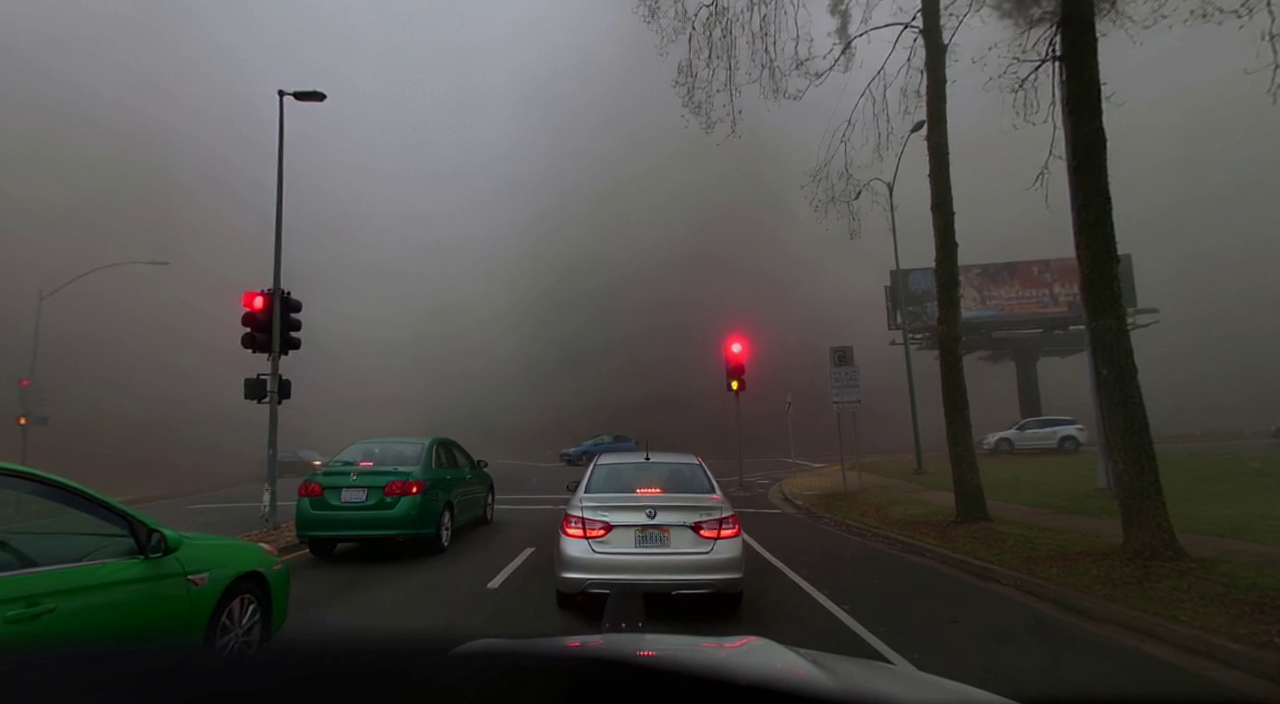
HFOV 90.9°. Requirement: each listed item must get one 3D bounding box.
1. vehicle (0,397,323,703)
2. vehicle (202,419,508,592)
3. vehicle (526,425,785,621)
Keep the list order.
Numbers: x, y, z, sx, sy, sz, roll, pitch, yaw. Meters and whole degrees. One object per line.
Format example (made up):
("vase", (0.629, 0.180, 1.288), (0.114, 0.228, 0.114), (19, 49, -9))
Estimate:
("vehicle", (-3.153, 0.964, 2.409), (1.808, 1.520, 3.846), (-1, -9, 1))
("vehicle", (-3.170, 1.790, 8.132), (1.950, 1.628, 4.082), (-1, -9, 1))
("vehicle", (0.053, 1.575, 6.622), (1.977, 1.467, 3.474), (0, -9, -2))
